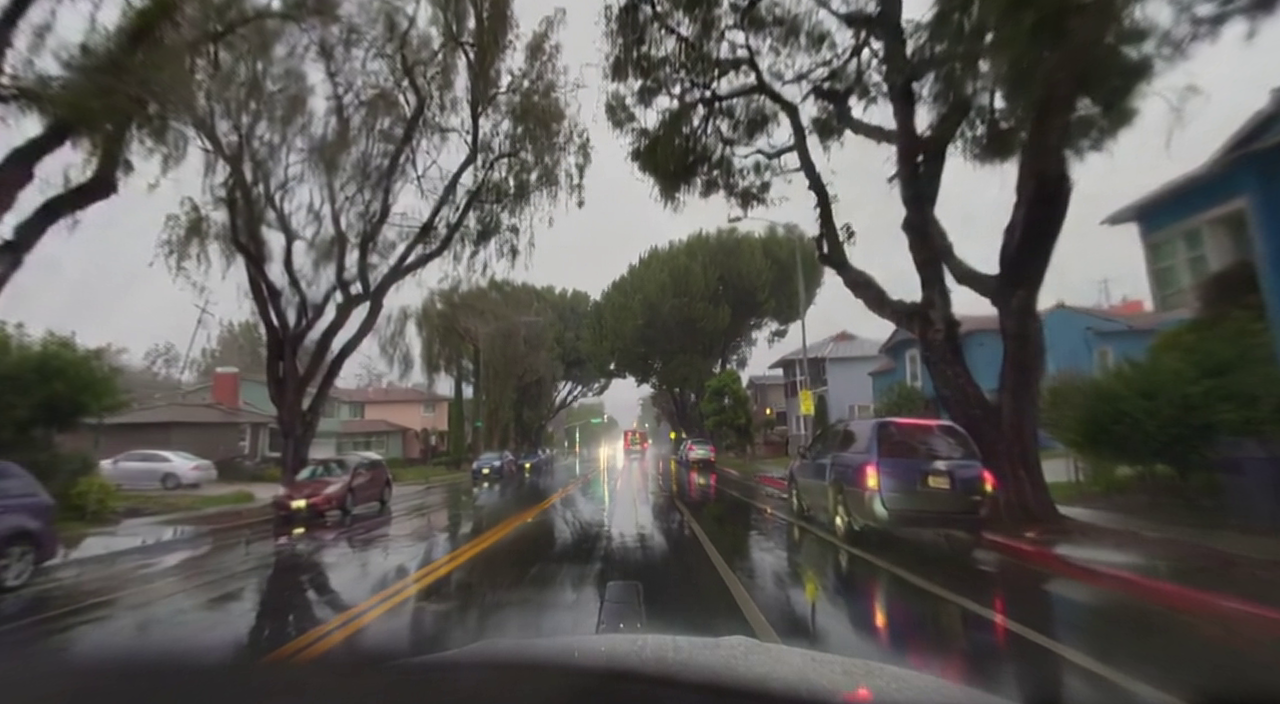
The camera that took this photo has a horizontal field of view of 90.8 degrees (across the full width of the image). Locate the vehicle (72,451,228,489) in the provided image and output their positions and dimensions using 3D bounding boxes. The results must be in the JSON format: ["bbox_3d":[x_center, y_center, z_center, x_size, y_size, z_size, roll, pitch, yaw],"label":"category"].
[{"bbox_3d":[-20.221,4.849,26.225,4.721,1.463,2.275,-1,-8,5],"label":"vehicle"}]

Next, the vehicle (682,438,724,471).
[{"bbox_3d":[3.991,6.552,40.668,2.060,1.833,4.927,4,-9,0],"label":"vehicle"}]

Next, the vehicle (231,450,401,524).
[{"bbox_3d":[-8.312,3.447,16.860,1.921,1.494,4.884,-2,-8,1],"label":"vehicle"}]

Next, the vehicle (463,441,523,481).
[{"bbox_3d":[-8.263,6.155,36.024,2.094,1.840,5.450,-6,-8,-1],"label":"vehicle"}]

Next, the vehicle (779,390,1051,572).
[{"bbox_3d":[3.703,1.803,9.672,2.131,1.995,4.626,3,-8,1],"label":"vehicle"}]
